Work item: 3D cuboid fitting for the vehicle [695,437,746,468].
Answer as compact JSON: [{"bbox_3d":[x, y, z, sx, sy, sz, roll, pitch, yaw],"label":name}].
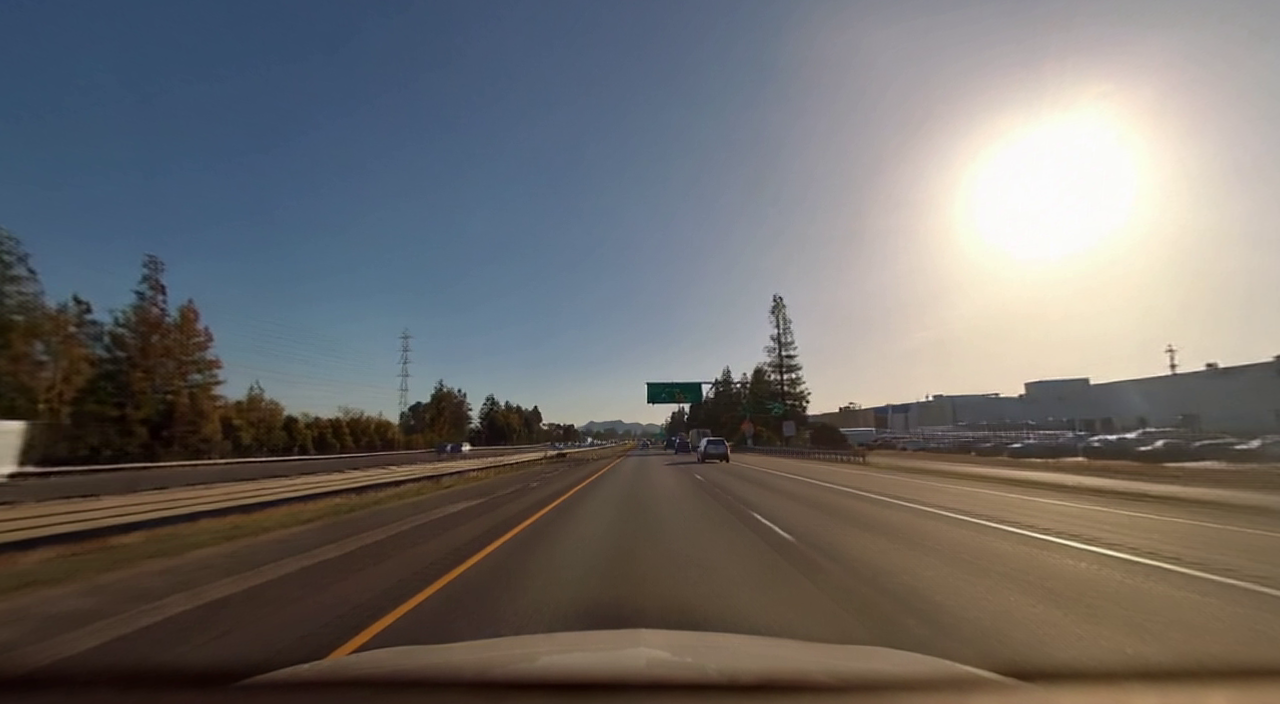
[{"bbox_3d":[4.124,5.216,32.944,2.062,1.518,4.026,0,-8,0],"label":"vehicle"}]
